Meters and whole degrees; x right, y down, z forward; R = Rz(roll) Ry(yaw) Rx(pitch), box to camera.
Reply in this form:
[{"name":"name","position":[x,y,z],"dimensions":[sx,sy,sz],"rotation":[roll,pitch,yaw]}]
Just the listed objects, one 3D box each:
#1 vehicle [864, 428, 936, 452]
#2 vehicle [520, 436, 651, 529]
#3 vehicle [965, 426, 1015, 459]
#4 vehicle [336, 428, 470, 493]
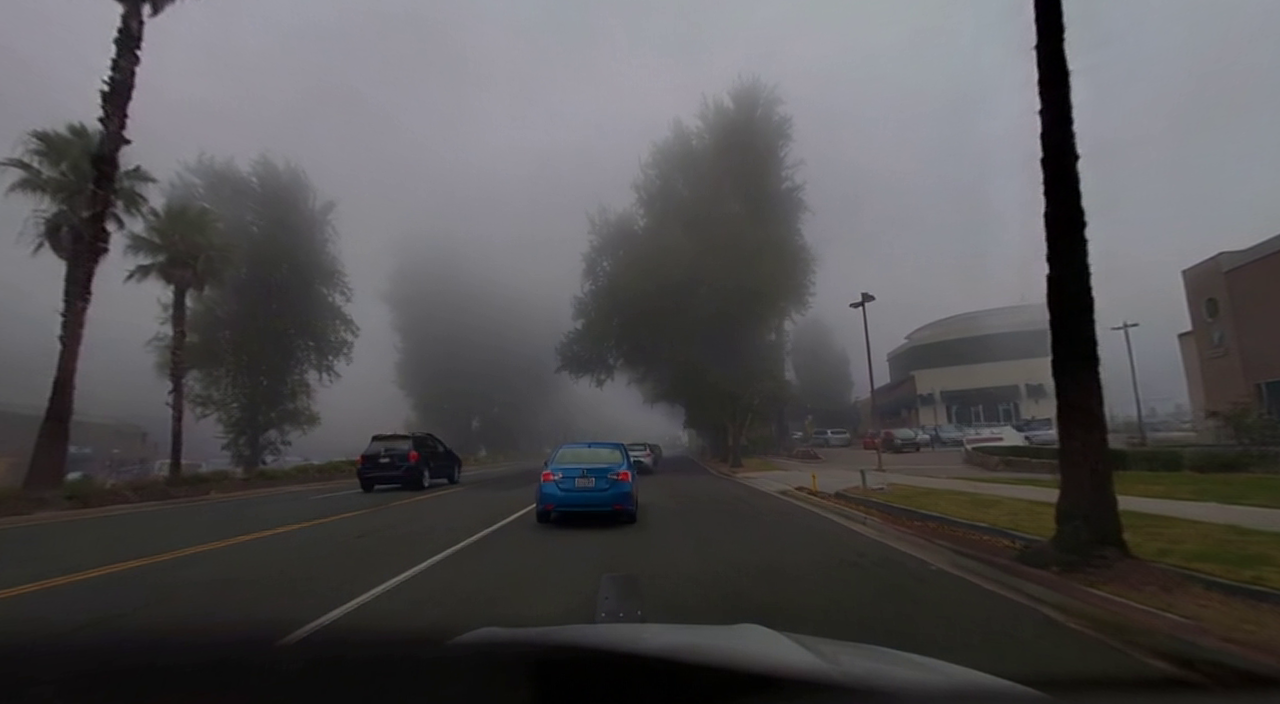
[{"name":"vehicle","position":[19.079,6.509,46.542],"dimensions":[1.925,1.652,4.490],"rotation":[6,-10,-35]},{"name":"vehicle","position":[-0.960,2.360,12.047],"dimensions":[2.067,1.459,3.886],"rotation":[0,-8,-3]},{"name":"vehicle","position":[17.348,4.503,31.336],"dimensions":[1.961,1.526,4.640],"rotation":[-5,-10,29]},{"name":"vehicle","position":[-7.707,3.598,21.334],"dimensions":[2.400,1.900,5.325],"rotation":[0,-8,1]}]
